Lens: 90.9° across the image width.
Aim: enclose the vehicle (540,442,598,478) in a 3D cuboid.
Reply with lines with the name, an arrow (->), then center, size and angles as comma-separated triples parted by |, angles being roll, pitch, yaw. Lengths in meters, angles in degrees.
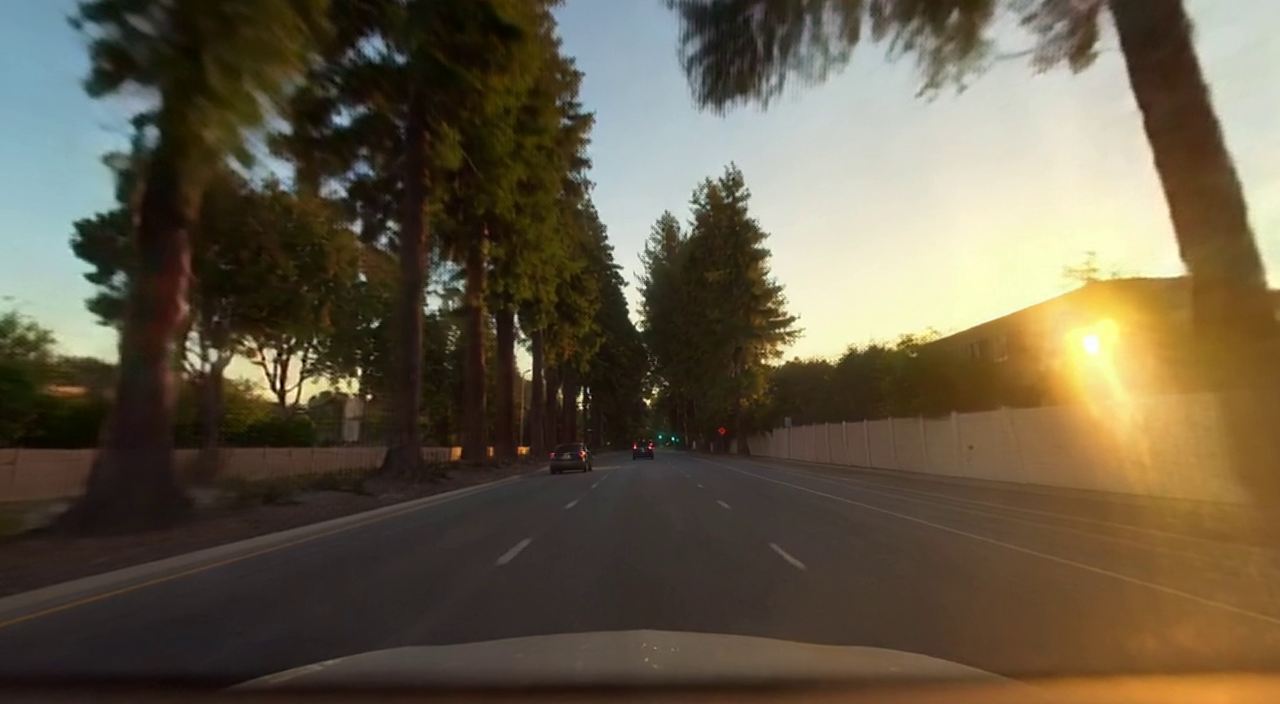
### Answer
vehicle -> -3.110, 4.823, 28.446 | 2.021, 1.466, 4.330 | 0, -9, 1
